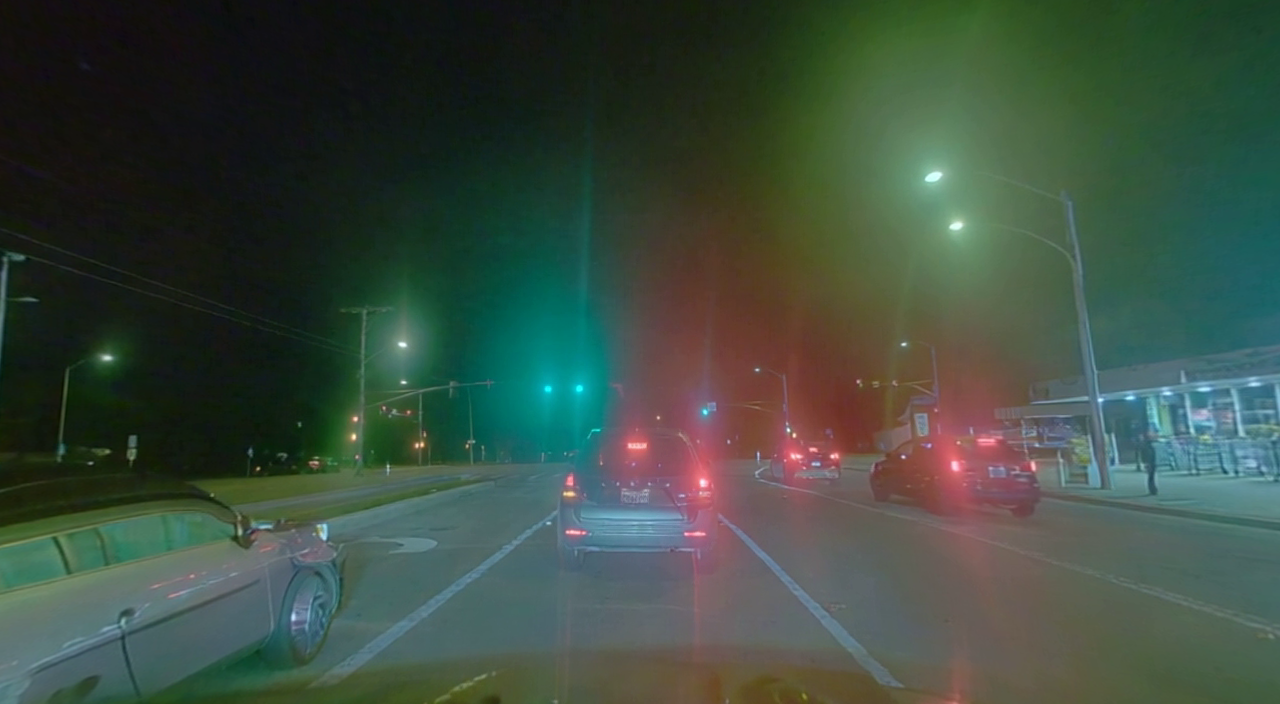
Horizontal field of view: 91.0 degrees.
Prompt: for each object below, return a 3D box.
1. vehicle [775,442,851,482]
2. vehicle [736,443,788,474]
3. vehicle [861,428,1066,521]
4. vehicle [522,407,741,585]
[{"bbox_3d":[6.844,4.398,25.415,1.833,1.452,4.237,0,-8,-1],"label":"vehicle"},{"bbox_3d":[6.254,5.455,32.631,1.961,1.477,4.454,0,-9,2],"label":"vehicle"},{"bbox_3d":[6.679,2.566,13.752,2.072,1.652,4.611,0,-8,1],"label":"vehicle"},{"bbox_3d":[-0.065,1.688,8.114,2.115,1.700,3.901,0,-8,1],"label":"vehicle"}]
